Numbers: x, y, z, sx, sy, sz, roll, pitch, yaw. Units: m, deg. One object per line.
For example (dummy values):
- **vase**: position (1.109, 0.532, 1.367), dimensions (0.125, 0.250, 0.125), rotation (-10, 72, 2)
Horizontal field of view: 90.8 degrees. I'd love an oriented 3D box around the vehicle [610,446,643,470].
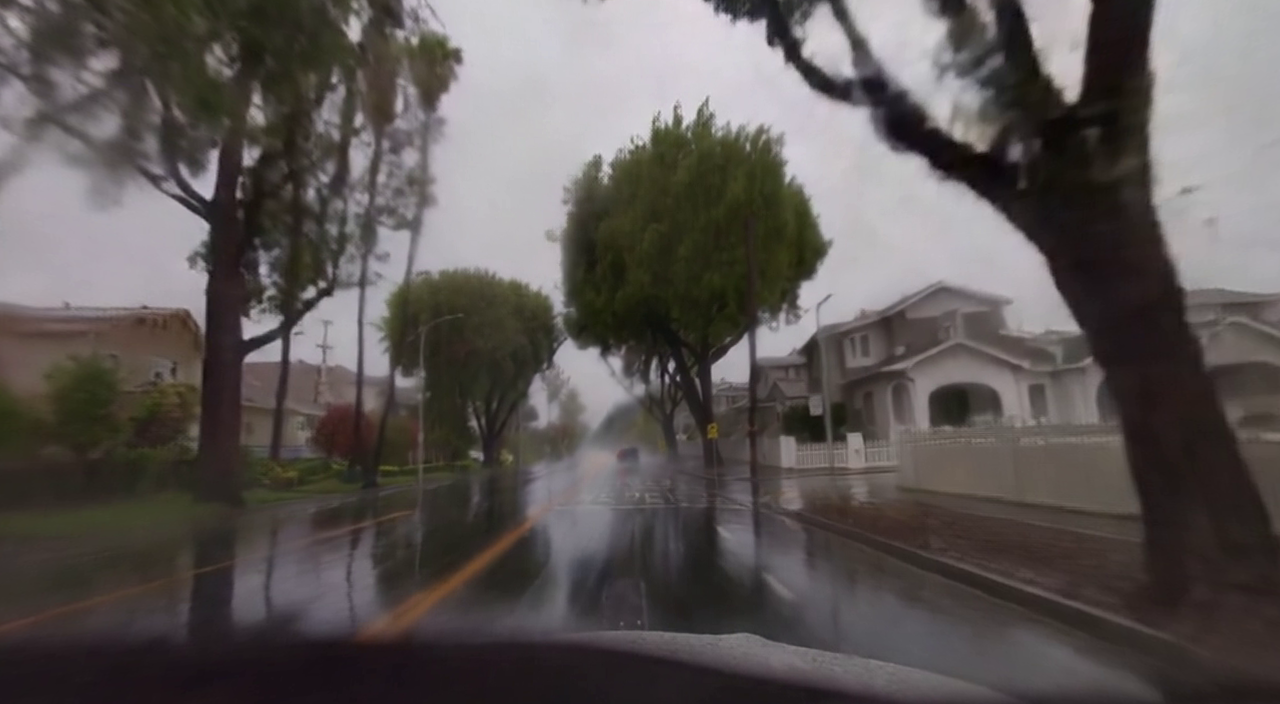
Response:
- **vehicle**: position (-0.929, 7.159, 42.874), dimensions (2.104, 1.500, 3.815), rotation (0, -9, -2)
